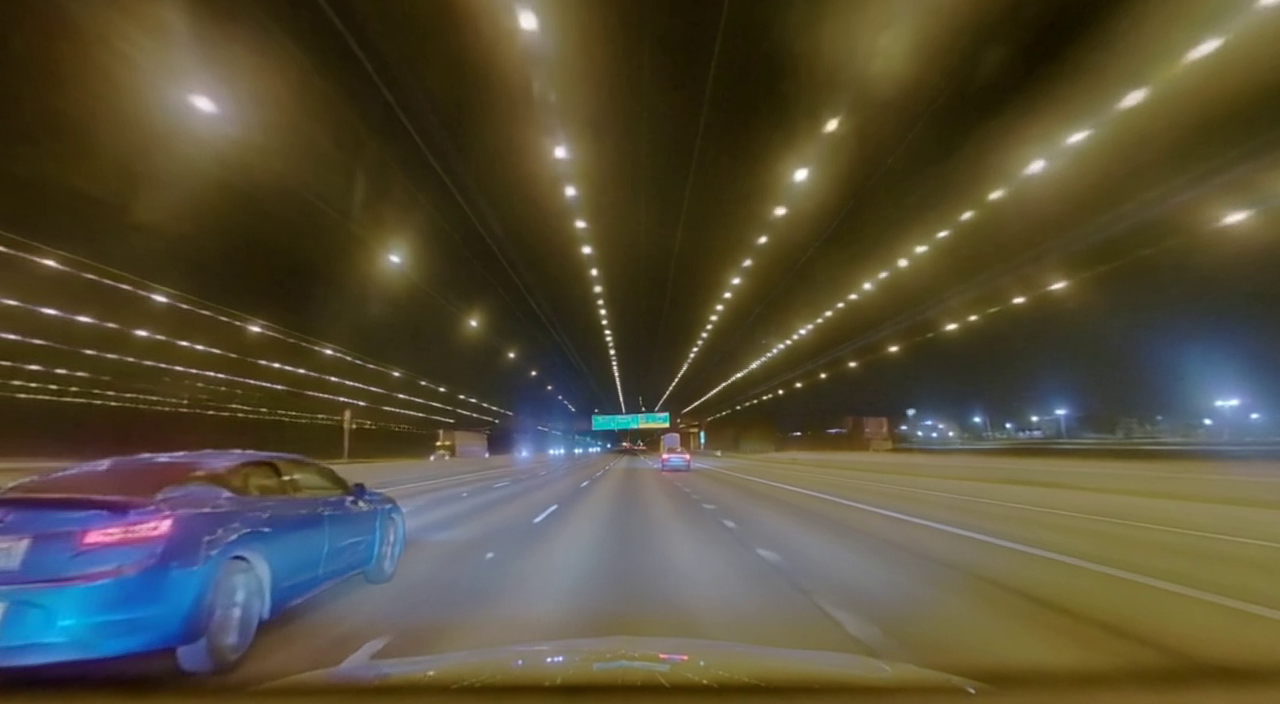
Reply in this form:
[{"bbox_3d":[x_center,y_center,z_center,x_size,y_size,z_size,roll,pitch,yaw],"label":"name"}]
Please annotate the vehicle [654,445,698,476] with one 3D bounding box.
[{"bbox_3d":[1.818,5.631,32.849,2.055,1.501,4.321,0,-9,0],"label":"vehicle"}]
